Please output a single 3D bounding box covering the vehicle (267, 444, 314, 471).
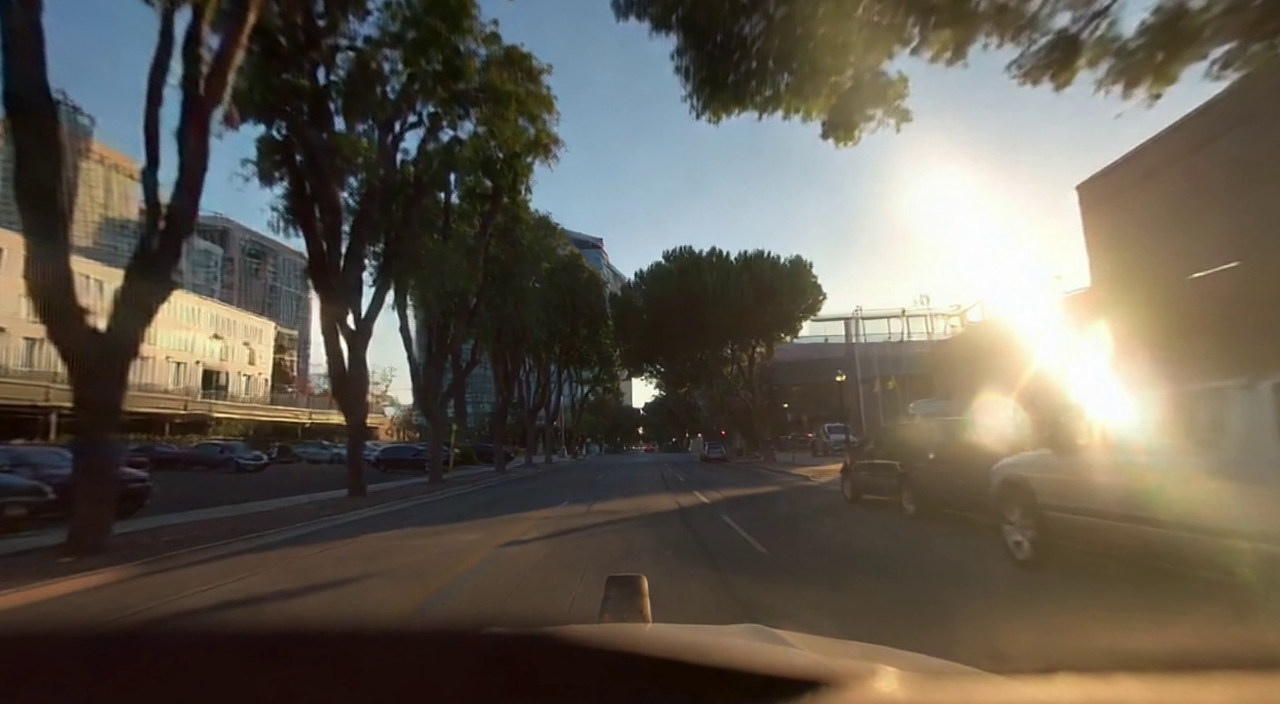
[{"bbox_3d":[-24.742,7.470,44.835,2.026,1.723,4.633,4,-9,-19],"label":"vehicle"}]

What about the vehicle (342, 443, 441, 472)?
[{"bbox_3d":[-14.624,6.236,37.381,4.954,1.614,2.227,0,-9,-5],"label":"vehicle"}]

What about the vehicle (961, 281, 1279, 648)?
[{"bbox_3d":[5.732,0.946,5.474,2.596,2.509,6.178,0,-9,0],"label":"vehicle"}]

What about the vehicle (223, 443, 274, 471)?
[{"bbox_3d":[-27.385,7.334,44.275,2.026,1.723,4.322,3,-8,-19],"label":"vehicle"}]

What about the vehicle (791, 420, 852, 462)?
[{"bbox_3d":[13.140,6.551,46.156,2.935,2.889,5.499,0,-9,1],"label":"vehicle"}]

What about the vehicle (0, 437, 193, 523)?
[{"bbox_3d":[-13.039,2.740,13.811,4.831,1.700,2.111,0,-9,0],"label":"vehicle"}]

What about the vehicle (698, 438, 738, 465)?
[{"bbox_3d":[5.978,7.683,48.843,2.338,1.942,5.267,0,-9,-1],"label":"vehicle"}]
